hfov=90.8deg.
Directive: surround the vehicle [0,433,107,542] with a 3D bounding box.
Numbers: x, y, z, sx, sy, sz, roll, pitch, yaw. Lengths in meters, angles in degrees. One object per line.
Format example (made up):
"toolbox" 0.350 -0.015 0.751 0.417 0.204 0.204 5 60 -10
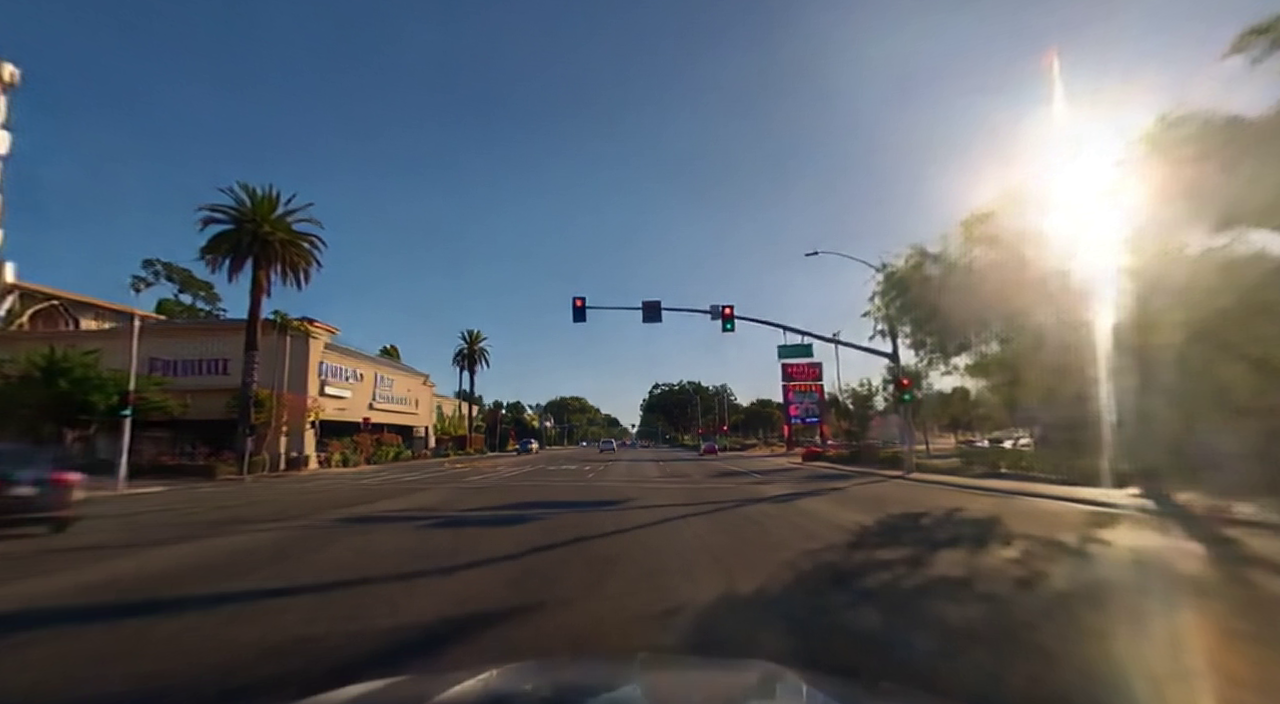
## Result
"vehicle" -11.327 2.217 10.662 3.885 1.639 1.990 -4 -9 25
